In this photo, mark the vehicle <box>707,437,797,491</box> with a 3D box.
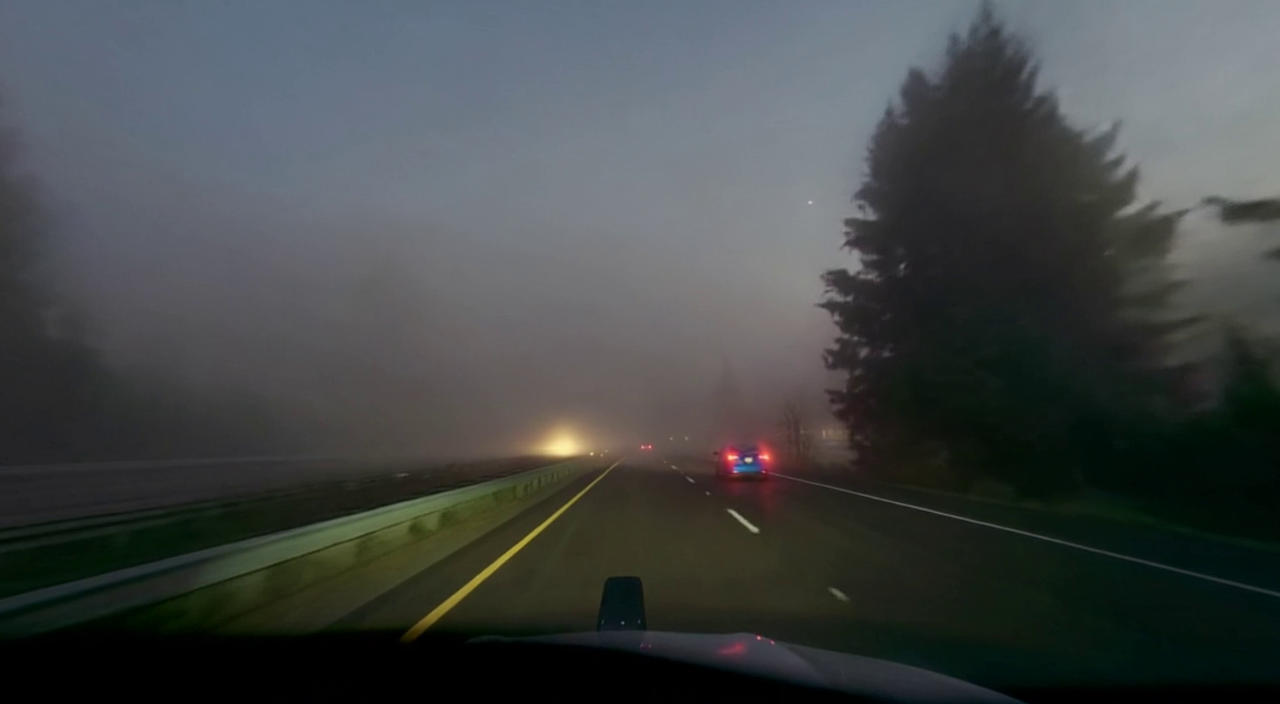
[{"bbox_3d":[3.485,3.568,20.336,2.079,1.531,3.997,0,-8,-1],"label":"vehicle"}]
